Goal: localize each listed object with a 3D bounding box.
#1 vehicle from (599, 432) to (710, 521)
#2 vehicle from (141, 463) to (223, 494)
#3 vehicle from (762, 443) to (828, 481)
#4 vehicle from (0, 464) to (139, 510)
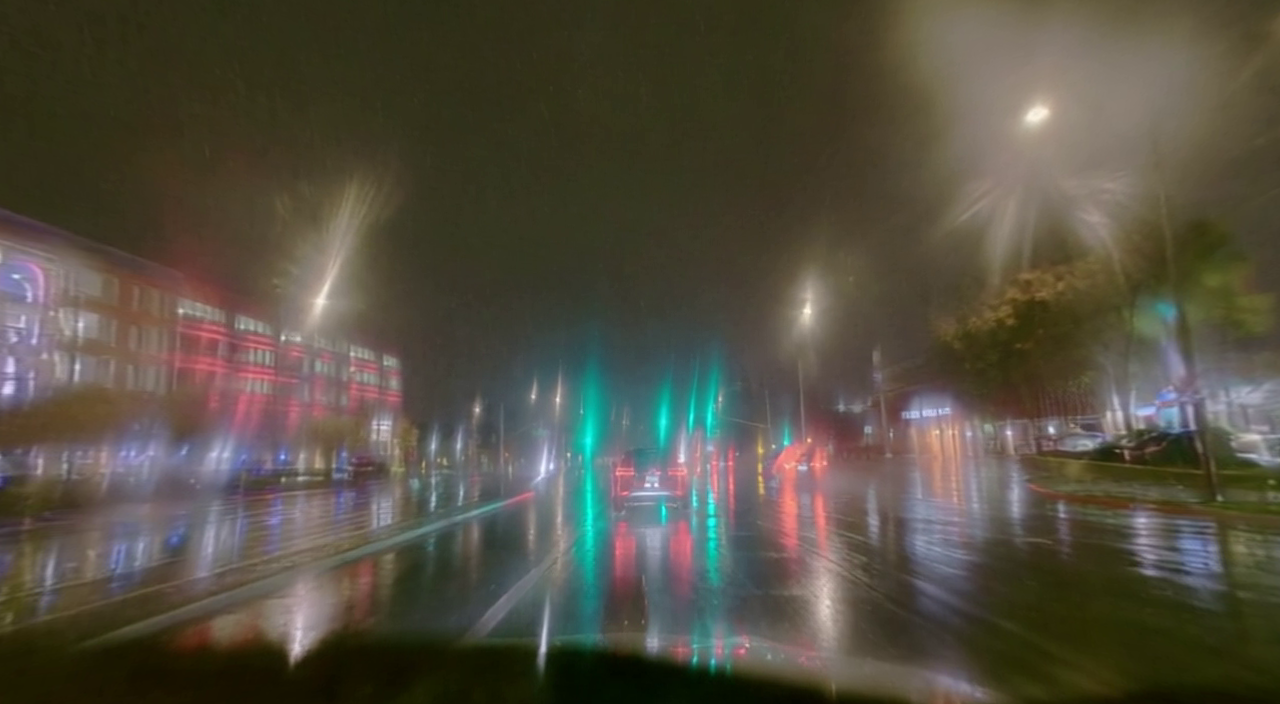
[{"bbox_3d":[0.272,2.671,14.027,2.125,1.669,3.880,0,-8,0],"label":"vehicle"},{"bbox_3d":[-27.892,7.700,38.543,1.861,1.578,4.152,0,-8,1],"label":"vehicle"},{"bbox_3d":[7.189,5.146,29.746,2.086,1.627,4.294,0,-8,1],"label":"vehicle"},{"bbox_3d":[-25.888,6.098,28.821,2.026,1.808,4.835,0,-9,-2],"label":"vehicle"}]
